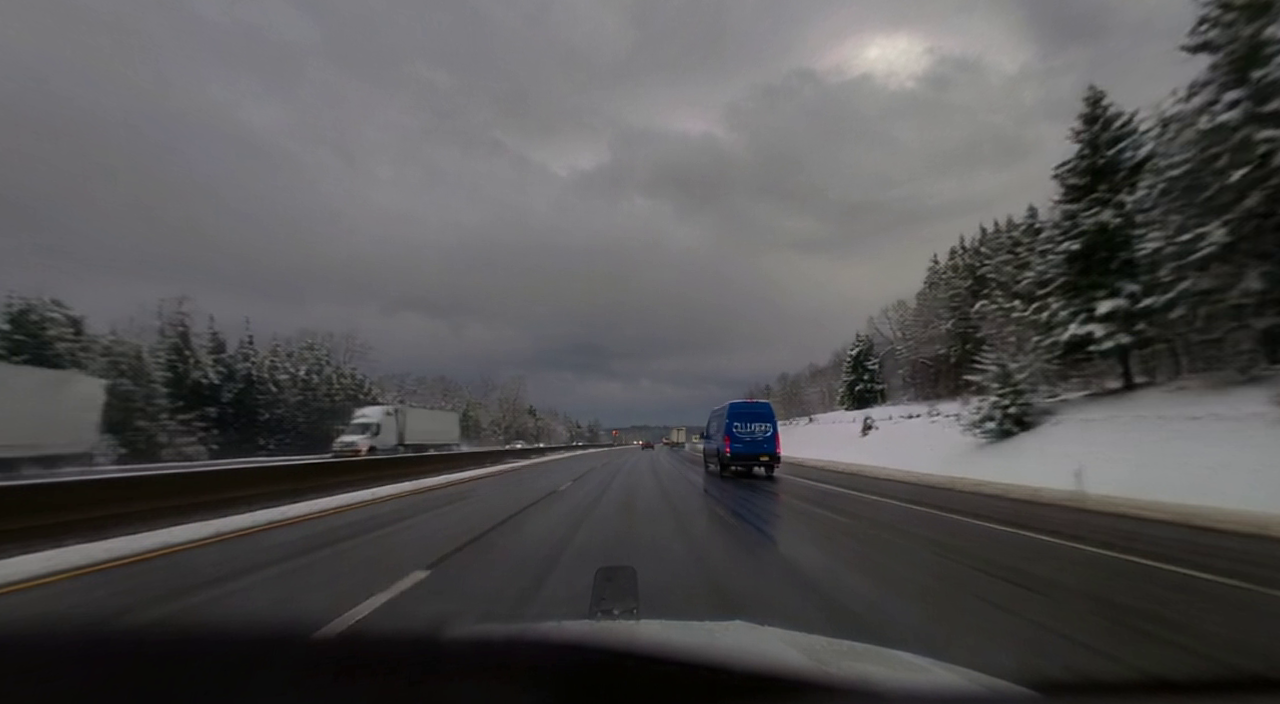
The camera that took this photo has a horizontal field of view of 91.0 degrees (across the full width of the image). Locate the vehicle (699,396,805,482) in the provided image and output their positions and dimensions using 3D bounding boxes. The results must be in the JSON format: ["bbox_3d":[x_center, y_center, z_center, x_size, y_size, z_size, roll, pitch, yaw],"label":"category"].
[{"bbox_3d":[3.643,3.026,21.779,2.485,2.562,5.535,0,-8,-1],"label":"vehicle"}]

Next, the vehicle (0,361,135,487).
[{"bbox_3d":[-22.225,2.508,21.535,2.818,4.084,8.266,0,-8,0],"label":"vehicle"}]

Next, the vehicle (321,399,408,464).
[{"bbox_3d":[-18.161,5.361,41.971,2.999,3.994,5.838,-1,-8,1],"label":"vehicle"}]
